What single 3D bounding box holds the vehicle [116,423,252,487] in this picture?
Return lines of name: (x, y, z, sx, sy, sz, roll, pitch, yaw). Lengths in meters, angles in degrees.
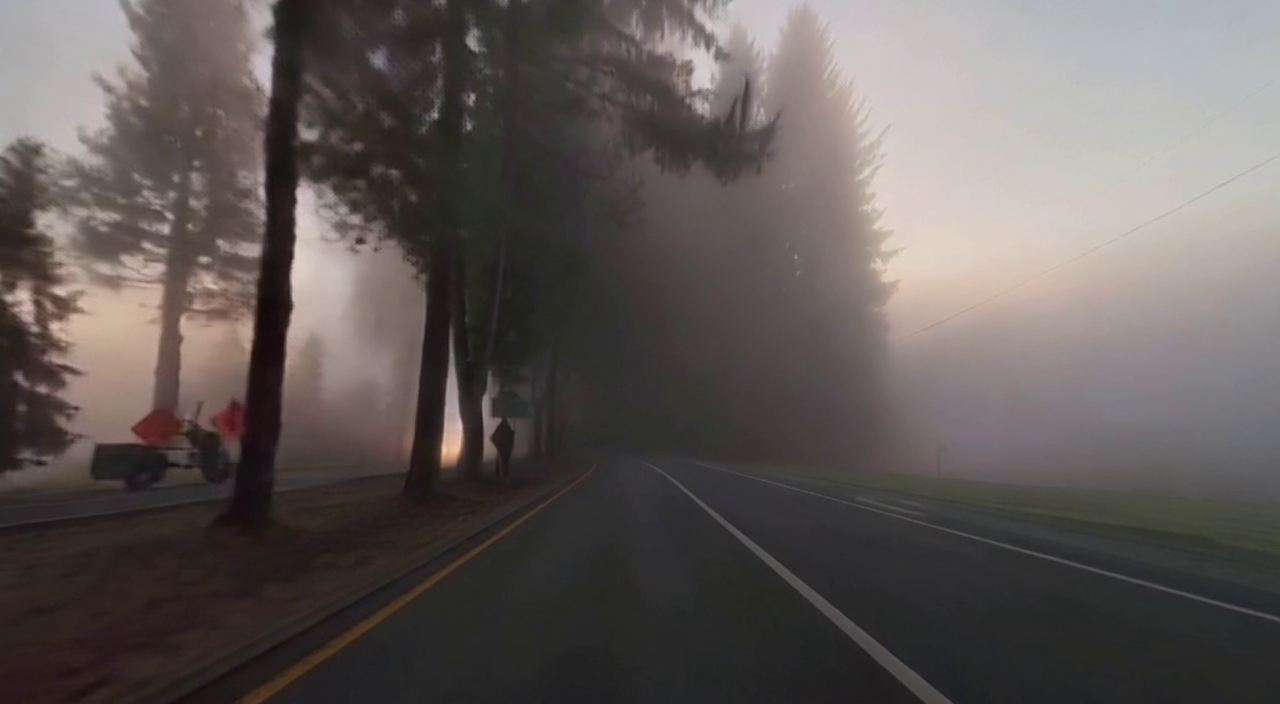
vehicle: (-15.724, 3.561, 22.032, 2.340, 2.062, 3.192, 0, -8, -3)
